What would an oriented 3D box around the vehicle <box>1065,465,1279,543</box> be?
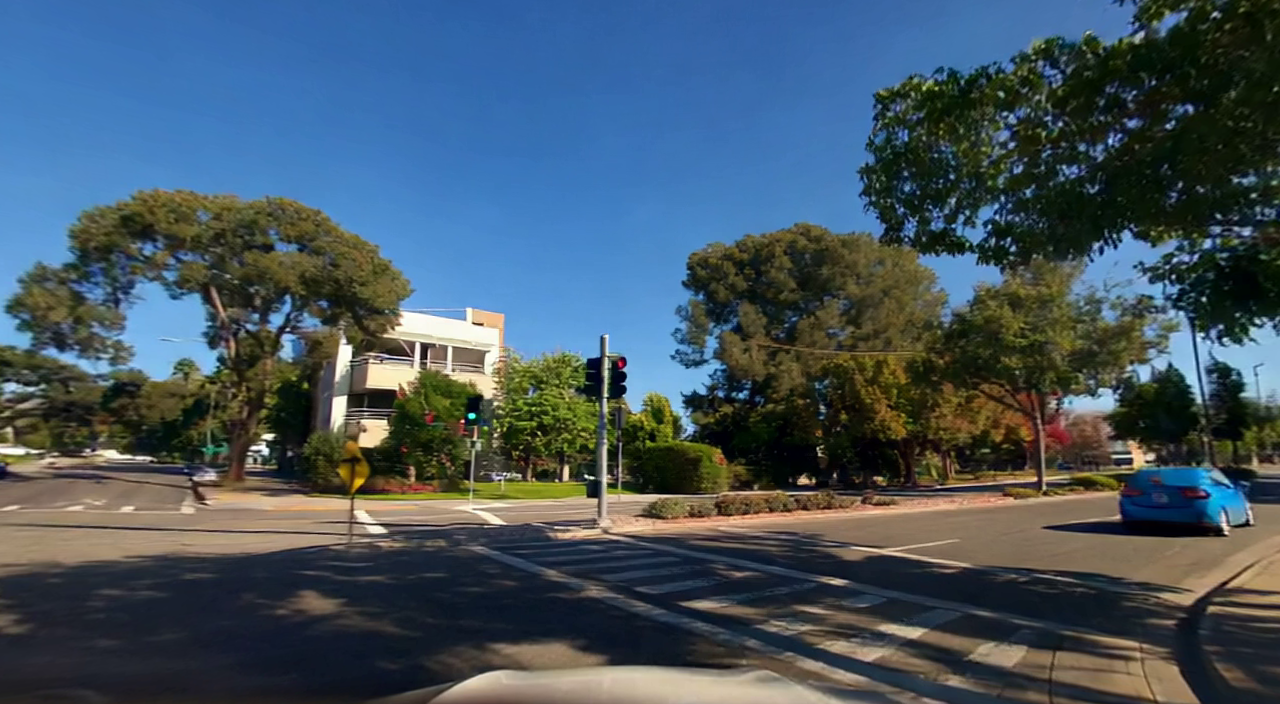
[{"bbox_3d":[10.940,2.930,12.604,5.282,1.250,1.972,7,-12,-32],"label":"vehicle"}]
